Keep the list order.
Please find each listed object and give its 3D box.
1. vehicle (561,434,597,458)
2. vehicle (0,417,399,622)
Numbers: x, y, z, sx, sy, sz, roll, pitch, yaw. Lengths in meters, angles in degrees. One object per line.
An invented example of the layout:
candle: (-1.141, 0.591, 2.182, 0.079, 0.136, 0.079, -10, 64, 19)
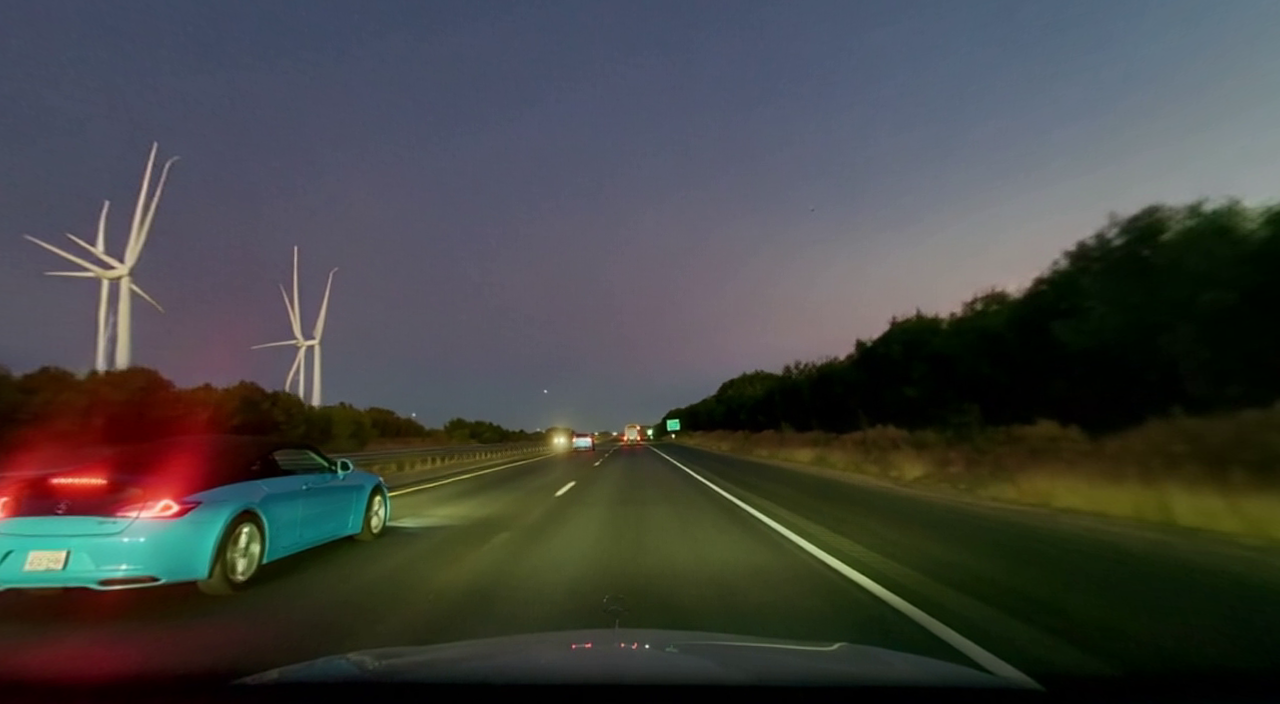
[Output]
vehicle: (-3.887, 6.047, 40.758, 2.024, 1.456, 3.754, 0, -8, -1)
vehicle: (-4.286, 1.451, 6.526, 1.969, 1.413, 4.194, 0, -8, -1)
